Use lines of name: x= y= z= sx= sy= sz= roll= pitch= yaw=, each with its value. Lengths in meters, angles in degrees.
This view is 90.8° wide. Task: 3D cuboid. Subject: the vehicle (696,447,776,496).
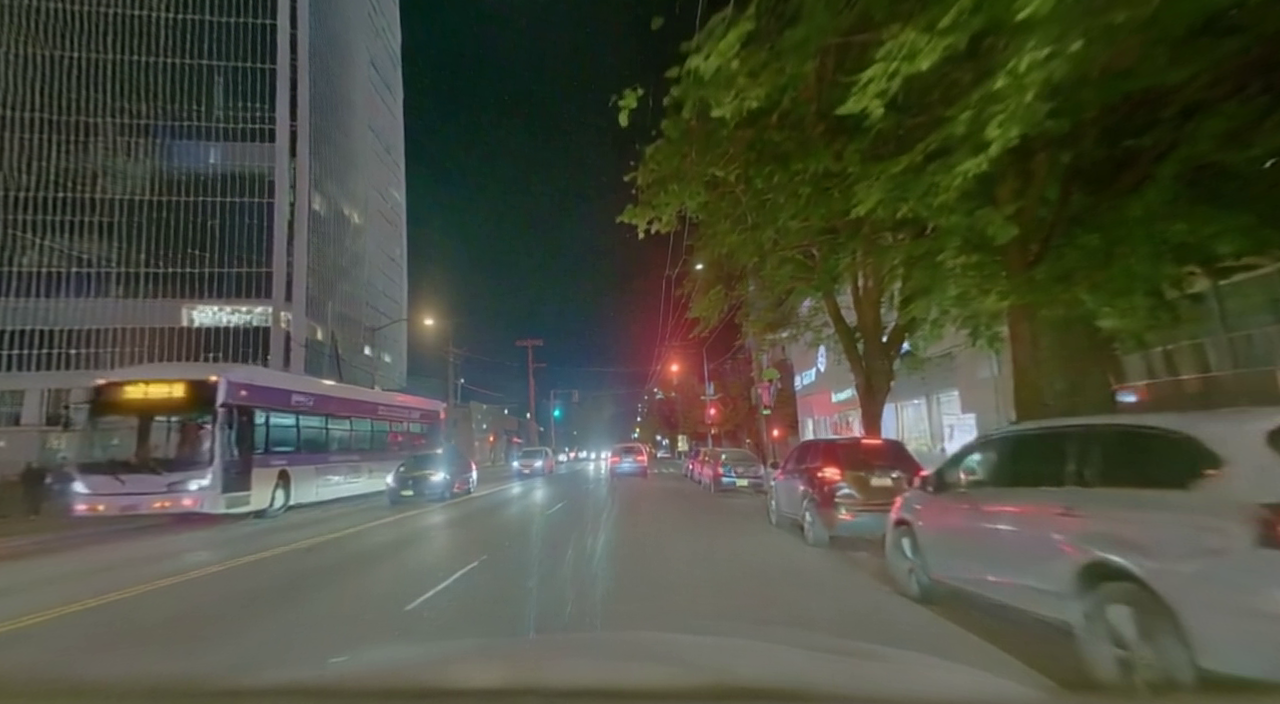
vehicle: x=3.152 y=4.036 z=21.748 sx=2.018 sy=1.474 sz=4.524 roll=0 pitch=-9 yaw=0

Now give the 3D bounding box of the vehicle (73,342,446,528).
vehicle: x=-9.548 y=2.668 z=19.153 sx=3.022 sy=3.627 sz=13.129 roll=-2 pitch=-9 yaw=1

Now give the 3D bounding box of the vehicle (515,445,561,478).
vehicle: x=-5.840 y=6.291 z=36.654 sx=2.050 sy=1.763 sz=4.119 roll=0 pitch=-9 yaw=0

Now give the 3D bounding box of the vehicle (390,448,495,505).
vehicle: x=-6.084 y=3.845 z=19.994 sx=1.954 sy=1.581 sz=4.197 roll=-1 pitch=-9 yaw=0

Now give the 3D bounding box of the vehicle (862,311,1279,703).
vehicle: x=3.128 y=0.999 z=3.748 sx=1.998 sy=1.746 sz=4.443 roll=-1 pitch=-9 yaw=0

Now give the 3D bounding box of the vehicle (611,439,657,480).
vehicle: x=-0.276 y=5.306 z=31.404 sx=2.127 sy=1.893 sz=4.194 roll=-1 pitch=-9 yaw=1
